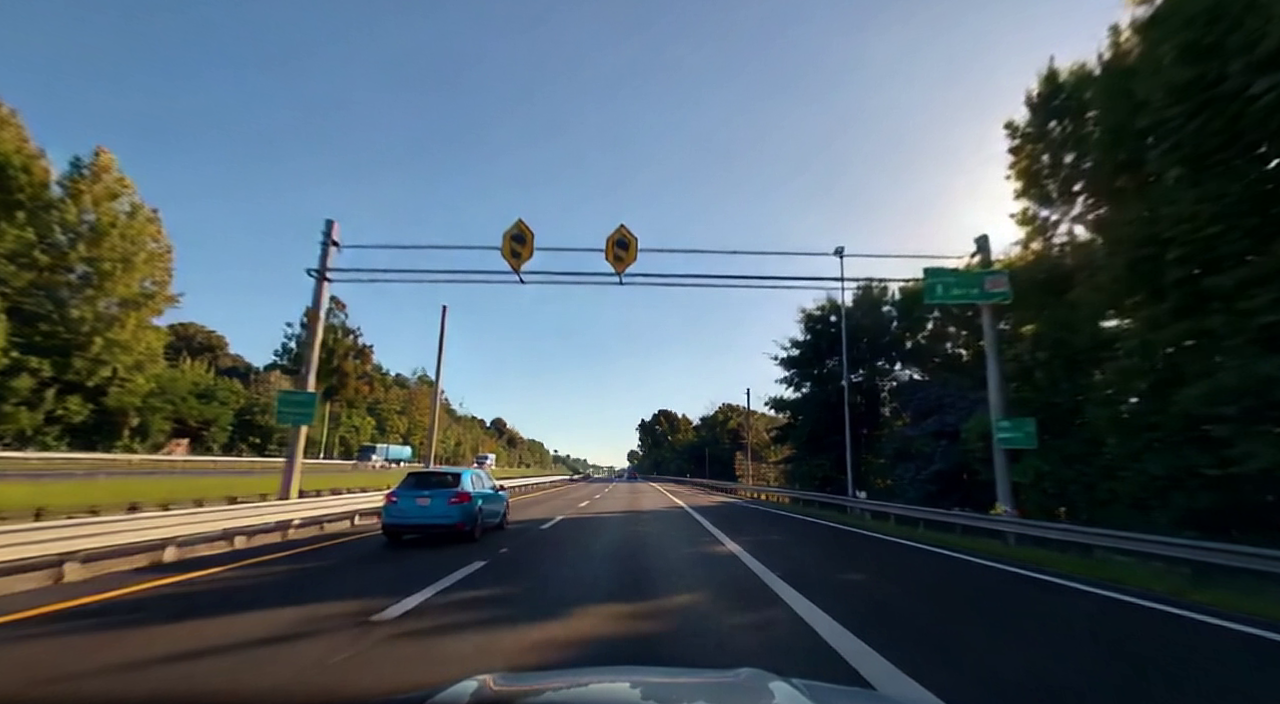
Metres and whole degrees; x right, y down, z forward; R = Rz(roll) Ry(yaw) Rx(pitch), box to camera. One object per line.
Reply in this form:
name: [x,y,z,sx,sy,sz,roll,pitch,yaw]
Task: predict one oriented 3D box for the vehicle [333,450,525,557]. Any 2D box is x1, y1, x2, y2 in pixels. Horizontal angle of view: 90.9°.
vehicle: [-3.565,2.676,11.681,1.967,1.556,4.364,1,-10,1]
